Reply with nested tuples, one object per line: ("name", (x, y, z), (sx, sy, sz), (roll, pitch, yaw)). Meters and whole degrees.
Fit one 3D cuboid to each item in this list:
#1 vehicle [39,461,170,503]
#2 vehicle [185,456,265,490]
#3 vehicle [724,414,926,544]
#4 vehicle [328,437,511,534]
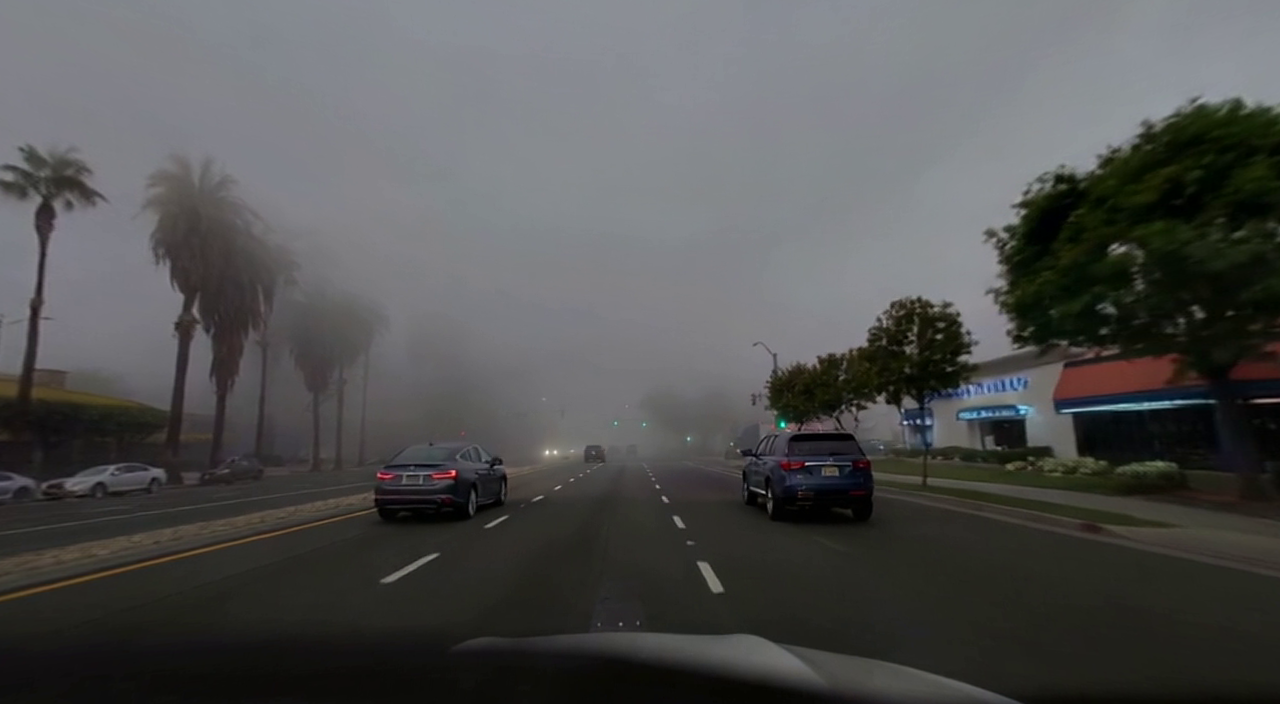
("vehicle", (-23.267, 5.635, 27.705), (1.926, 1.483, 4.349), (-2, -8, 0))
("vehicle", (-23.469, 6.831, 35.914), (1.868, 1.602, 4.102), (-3, -8, -2))
("vehicle", (2.770, 2.025, 10.653), (1.982, 1.711, 4.276), (0, -9, -2))
("vehicle", (-3.883, 2.403, 11.985), (2.034, 1.498, 3.995), (0, -9, 0))
